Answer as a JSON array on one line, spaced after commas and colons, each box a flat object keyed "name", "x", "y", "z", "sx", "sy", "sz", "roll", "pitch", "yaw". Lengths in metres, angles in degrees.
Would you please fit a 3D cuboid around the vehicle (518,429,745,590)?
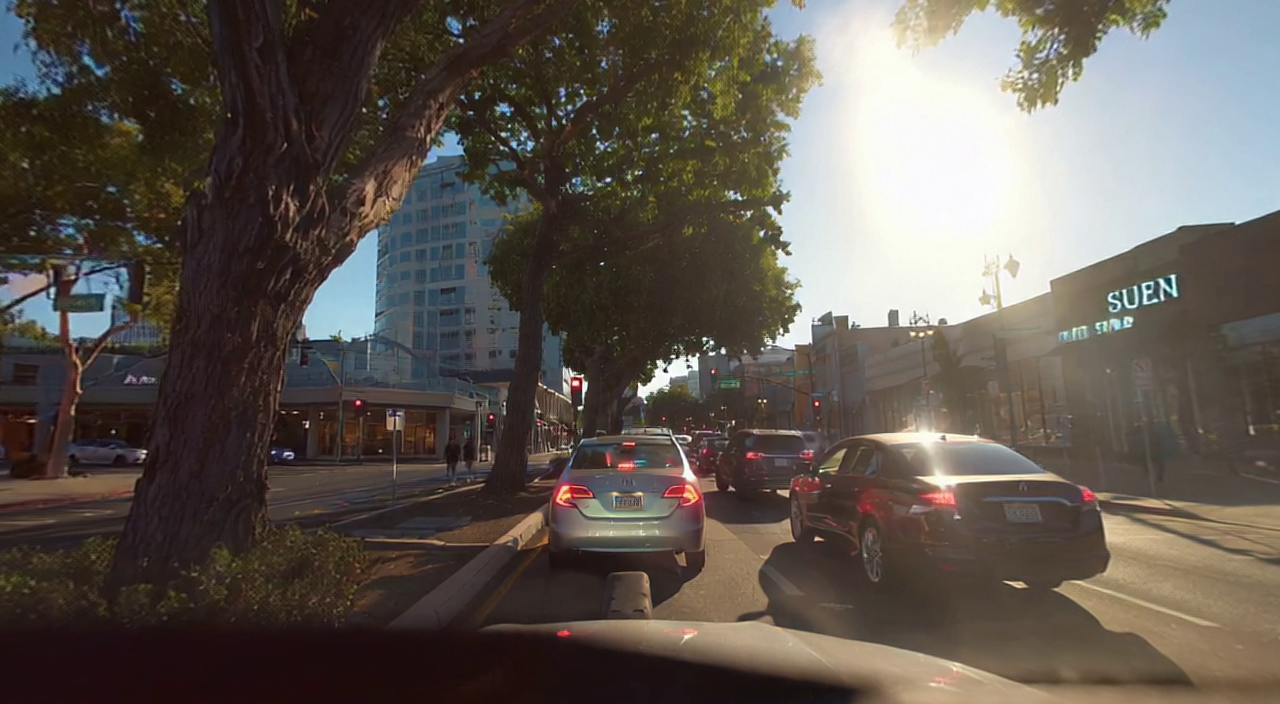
[{"name": "vehicle", "x": -0.101, "y": 1.760, "z": 7.944, "sx": 2.087, "sy": 1.456, "sz": 4.143, "roll": 0, "pitch": -8, "yaw": -1}]

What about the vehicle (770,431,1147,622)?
[{"name": "vehicle", "x": 2.909, "y": 1.658, "z": 7.051, "sx": 1.893, "sy": 1.446, "sz": 4.270, "roll": 0, "pitch": -8, "yaw": -1}]
